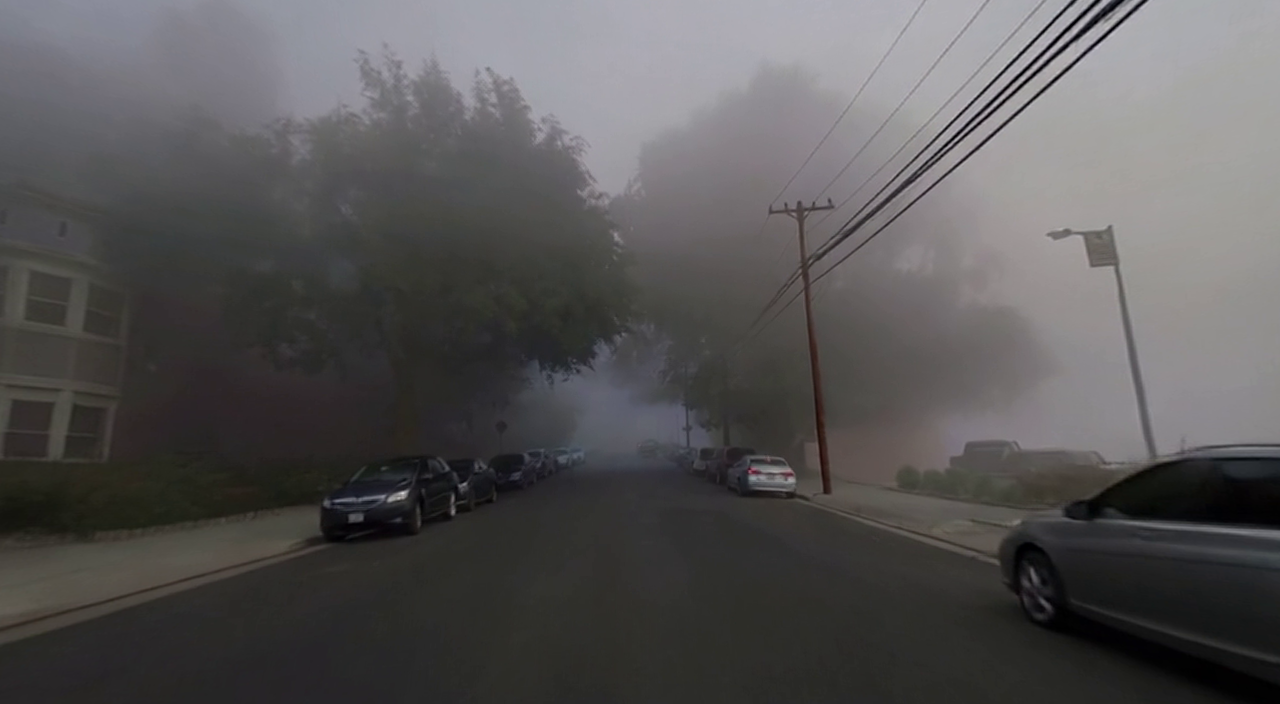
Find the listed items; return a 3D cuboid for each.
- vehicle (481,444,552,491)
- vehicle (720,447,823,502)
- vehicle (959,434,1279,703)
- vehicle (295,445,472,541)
[{"bbox_3d":[-5.617,5.303,29.593,2.184,1.958,5.757,0,-8,0],"label":"vehicle"},{"bbox_3d":[4.025,3.825,20.281,2.174,1.504,4.809,0,-8,-1],"label":"vehicle"},{"bbox_3d":[4.141,1.253,3.690,2.057,1.511,4.858,-1,-10,1],"label":"vehicle"},{"bbox_3d":[-5.241,2.888,13.687,2.032,1.716,4.382,0,-8,-1],"label":"vehicle"}]
